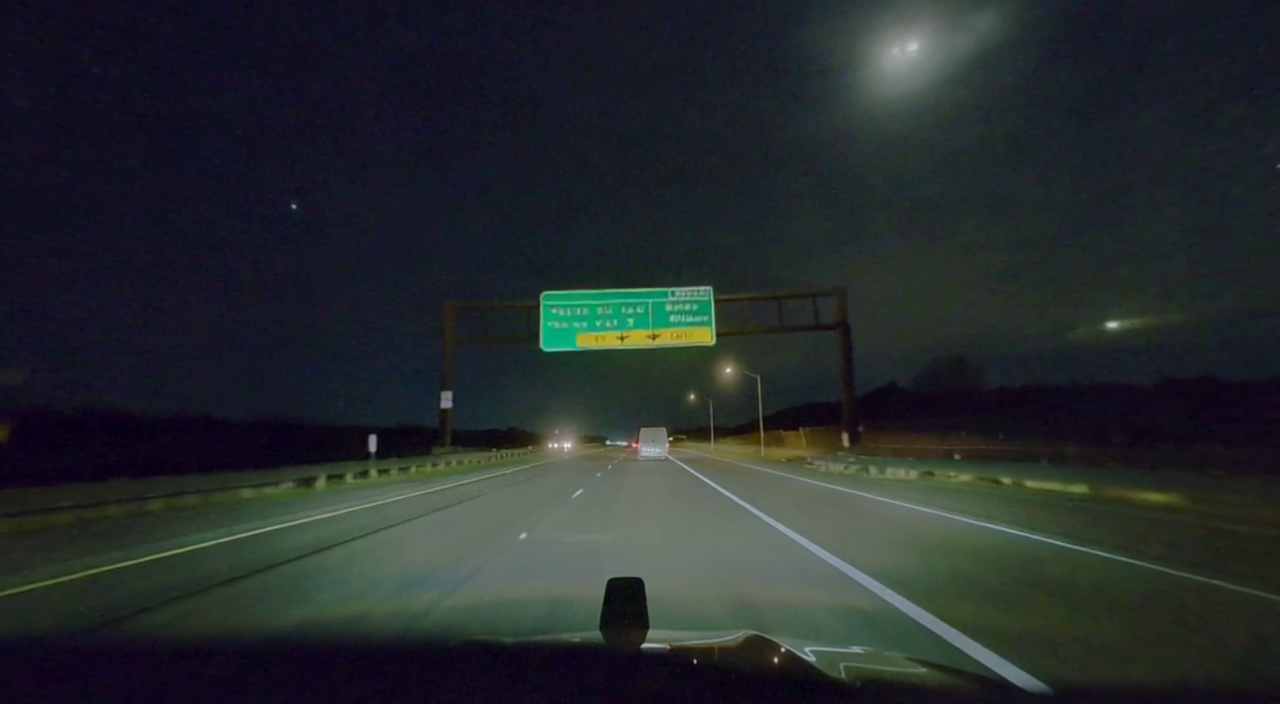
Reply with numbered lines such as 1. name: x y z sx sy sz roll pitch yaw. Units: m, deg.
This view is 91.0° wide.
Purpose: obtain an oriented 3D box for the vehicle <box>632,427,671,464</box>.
1. vehicle: 0.715 5.812 39.248 2.277 2.109 4.922 0 -8 1
